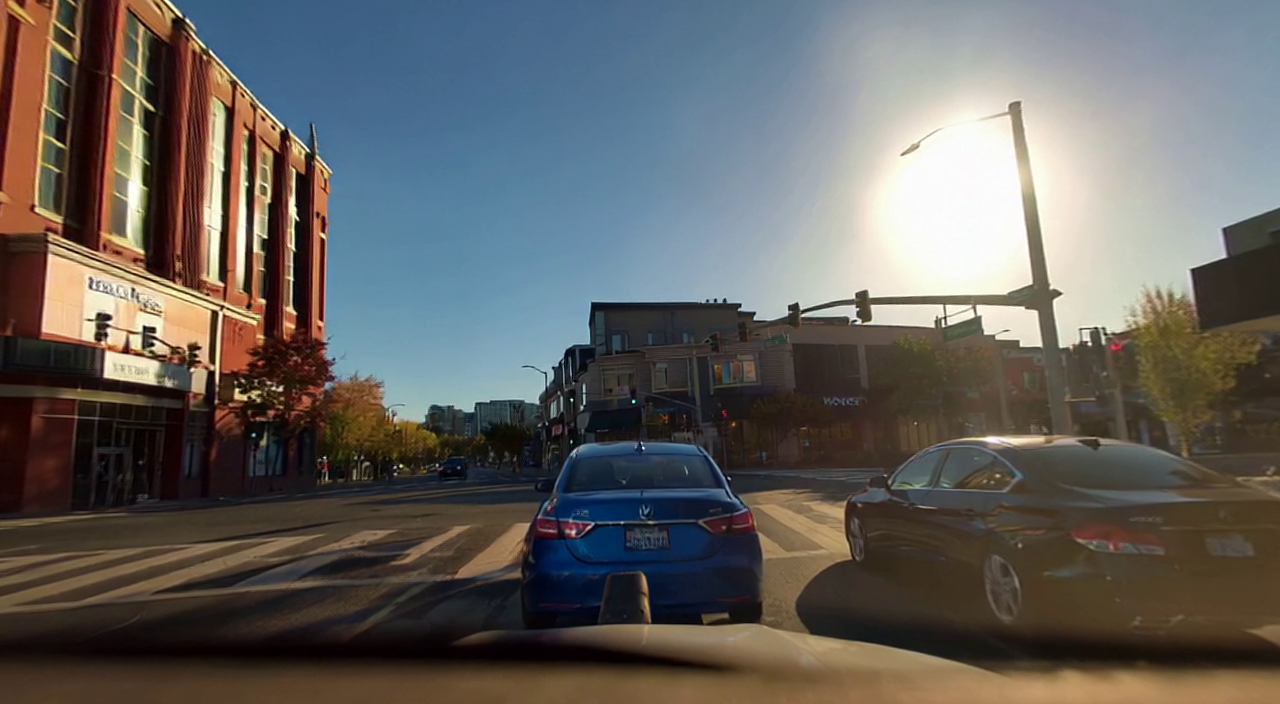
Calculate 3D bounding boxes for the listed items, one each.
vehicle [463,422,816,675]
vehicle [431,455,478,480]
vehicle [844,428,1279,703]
[{"bbox_3d":[-0.050,1.471,5.861,2.094,1.481,4.078,0,-8,-2],"label":"vehicle"},{"bbox_3d":[-14.461,9.016,49.476,2.126,1.782,4.880,0,-8,1],"label":"vehicle"},{"bbox_3d":[3.353,1.408,5.222,1.860,1.430,4.089,0,-8,-1],"label":"vehicle"}]
